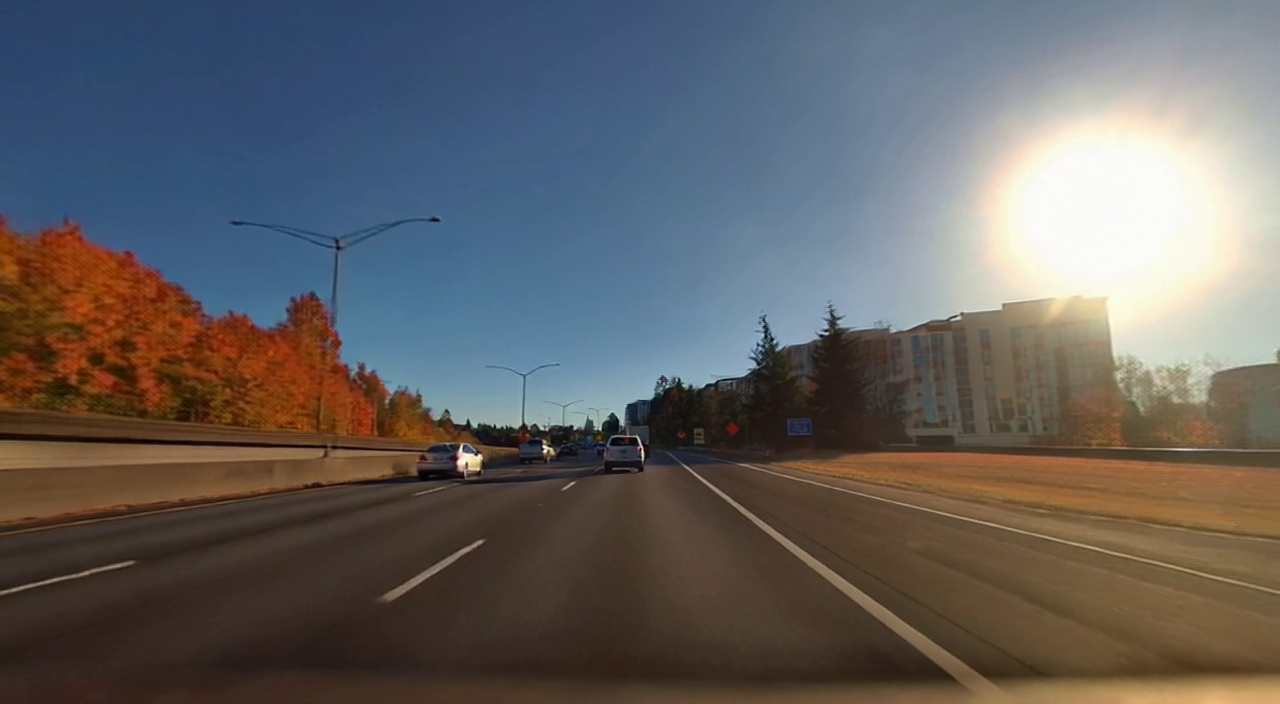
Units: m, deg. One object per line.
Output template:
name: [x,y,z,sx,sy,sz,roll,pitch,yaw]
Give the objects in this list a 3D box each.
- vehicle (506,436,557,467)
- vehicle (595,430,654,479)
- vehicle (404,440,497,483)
vehicle: [-7.239,6.696,42.672,2.328,1.927,5.880,0,-9,1]
vehicle: [-0.586,4.248,26.315,2.245,1.863,4.801,0,-9,0]
vehicle: [-7.232,4.222,24.560,2.074,1.495,4.643,0,-9,1]
